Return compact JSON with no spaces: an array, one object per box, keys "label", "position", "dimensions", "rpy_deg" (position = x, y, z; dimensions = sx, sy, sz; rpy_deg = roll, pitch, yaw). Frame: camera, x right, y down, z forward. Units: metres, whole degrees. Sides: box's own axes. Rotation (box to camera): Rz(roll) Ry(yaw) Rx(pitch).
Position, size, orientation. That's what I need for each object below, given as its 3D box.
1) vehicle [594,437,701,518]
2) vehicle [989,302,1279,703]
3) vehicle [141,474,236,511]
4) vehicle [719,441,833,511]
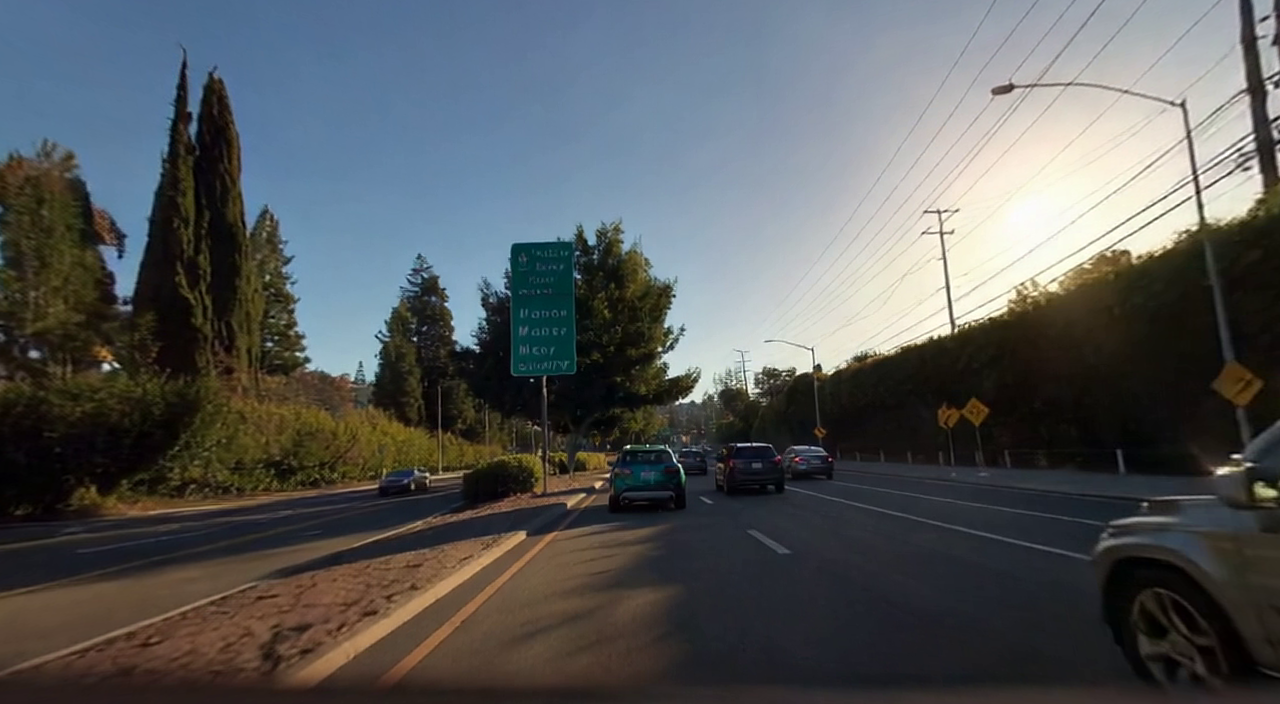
[{"label":"vehicle","position":[0.148,2.902,15.179],"dimensions":[2.199,1.641,4.232],"rpy_deg":[0,-8,0]},{"label":"vehicle","position":[3.399,0.665,1.856],"dimensions":[2.097,1.818,4.625],"rpy_deg":[0,-8,0]},{"label":"vehicle","position":[-22.590,7.031,31.828],"dimensions":[1.847,1.554,3.926],"rpy_deg":[0,-8,0]},{"label":"vehicle","position":[3.392,3.151,16.625],"dimensions":[2.064,1.591,4.081],"rpy_deg":[0,-8,0]}]
